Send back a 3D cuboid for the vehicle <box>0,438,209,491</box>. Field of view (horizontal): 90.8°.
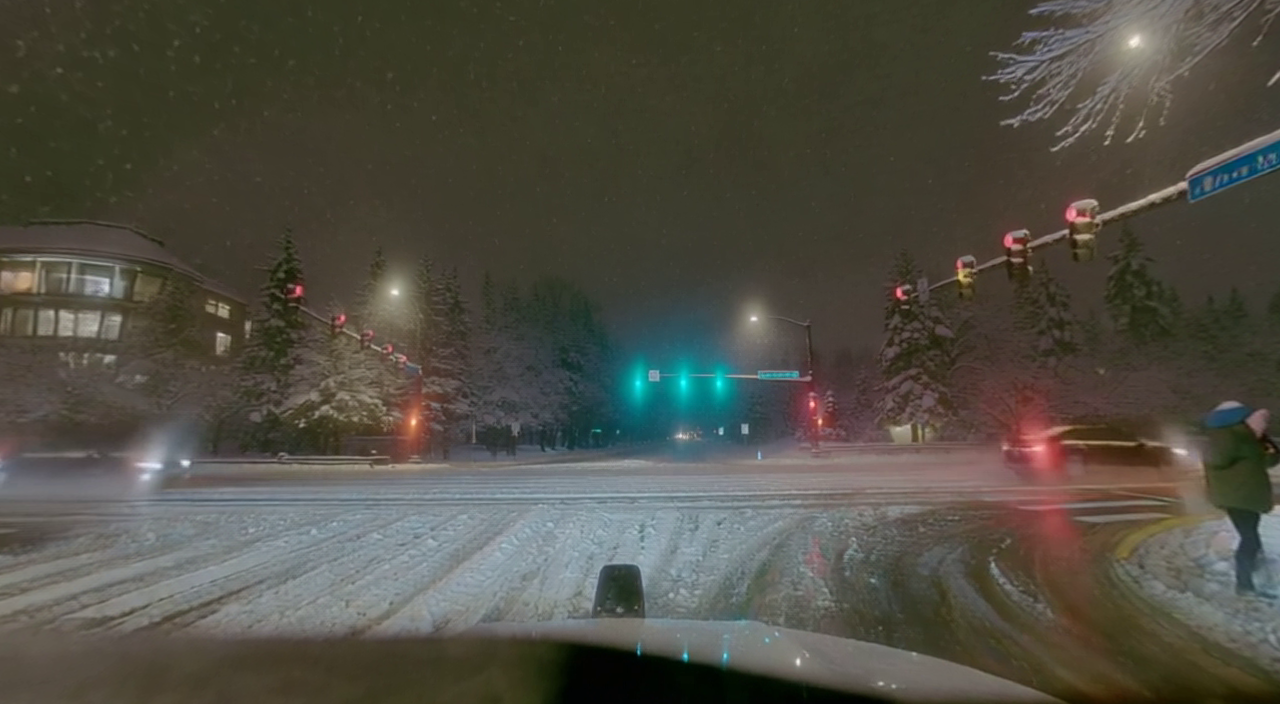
[{"bbox_3d":[-16.045,3.358,19.029,4.698,1.466,1.883,0,-9,1],"label":"vehicle"}]

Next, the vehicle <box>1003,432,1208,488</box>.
[{"bbox_3d":[13.634,3.176,18.732,4.502,1.512,1.917,0,-9,0],"label":"vehicle"}]
